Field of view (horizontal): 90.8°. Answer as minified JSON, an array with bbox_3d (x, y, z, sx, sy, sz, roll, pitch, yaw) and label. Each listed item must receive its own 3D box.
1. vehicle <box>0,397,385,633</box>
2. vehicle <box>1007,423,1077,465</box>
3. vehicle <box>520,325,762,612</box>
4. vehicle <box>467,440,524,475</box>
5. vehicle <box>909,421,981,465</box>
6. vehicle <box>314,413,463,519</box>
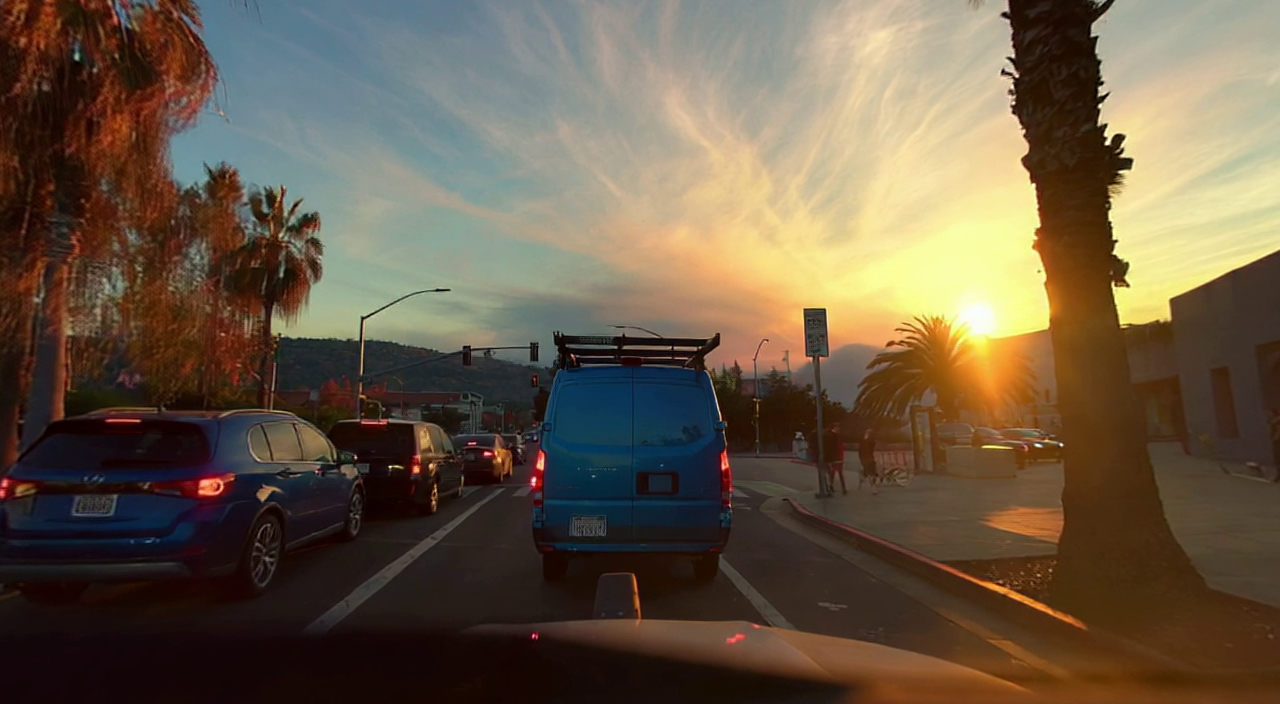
[{"bbox_3d":[-4.395,1.469,6.672,1.986,1.643,4.315,1,-9,-6],"label":"vehicle"},{"bbox_3d":[15.796,3.617,24.726,2.048,1.475,3.972,-6,-10,34],"label":"vehicle"},{"bbox_3d":[-0.199,1.216,7.185,1.902,2.238,4.263,1,-9,-6],"label":"vehicle"},{"bbox_3d":[-6.836,4.893,29.579,1.818,1.479,4.428,4,-9,-22],"label":"vehicle"},{"bbox_3d":[12.643,3.765,26.047,2.046,1.675,3.924,-6,-10,33],"label":"vehicle"},{"bbox_3d":[-5.207,2.421,13.892,2.089,1.854,5.022,2,-9,-11],"label":"vehicle"}]
